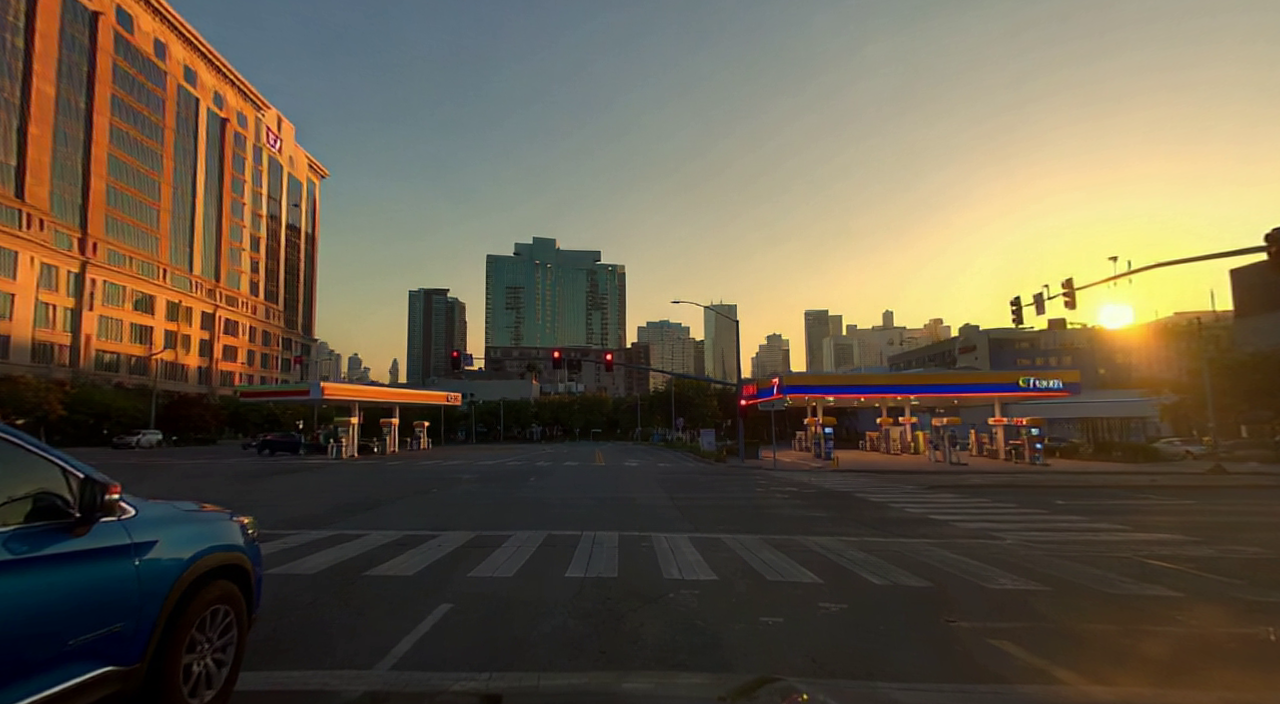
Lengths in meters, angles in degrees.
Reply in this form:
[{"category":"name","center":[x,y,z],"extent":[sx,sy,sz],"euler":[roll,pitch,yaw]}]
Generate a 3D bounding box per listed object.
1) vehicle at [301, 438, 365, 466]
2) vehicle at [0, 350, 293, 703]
[{"category":"vehicle","center":[-20.451,6.683,42.175],"extent":[2.004,1.699,4.486],"euler":[0,-9,1]},{"category":"vehicle","center":[-3.424,0.799,2.041],"extent":[2.053,1.690,4.364],"euler":[0,-9,0]}]
